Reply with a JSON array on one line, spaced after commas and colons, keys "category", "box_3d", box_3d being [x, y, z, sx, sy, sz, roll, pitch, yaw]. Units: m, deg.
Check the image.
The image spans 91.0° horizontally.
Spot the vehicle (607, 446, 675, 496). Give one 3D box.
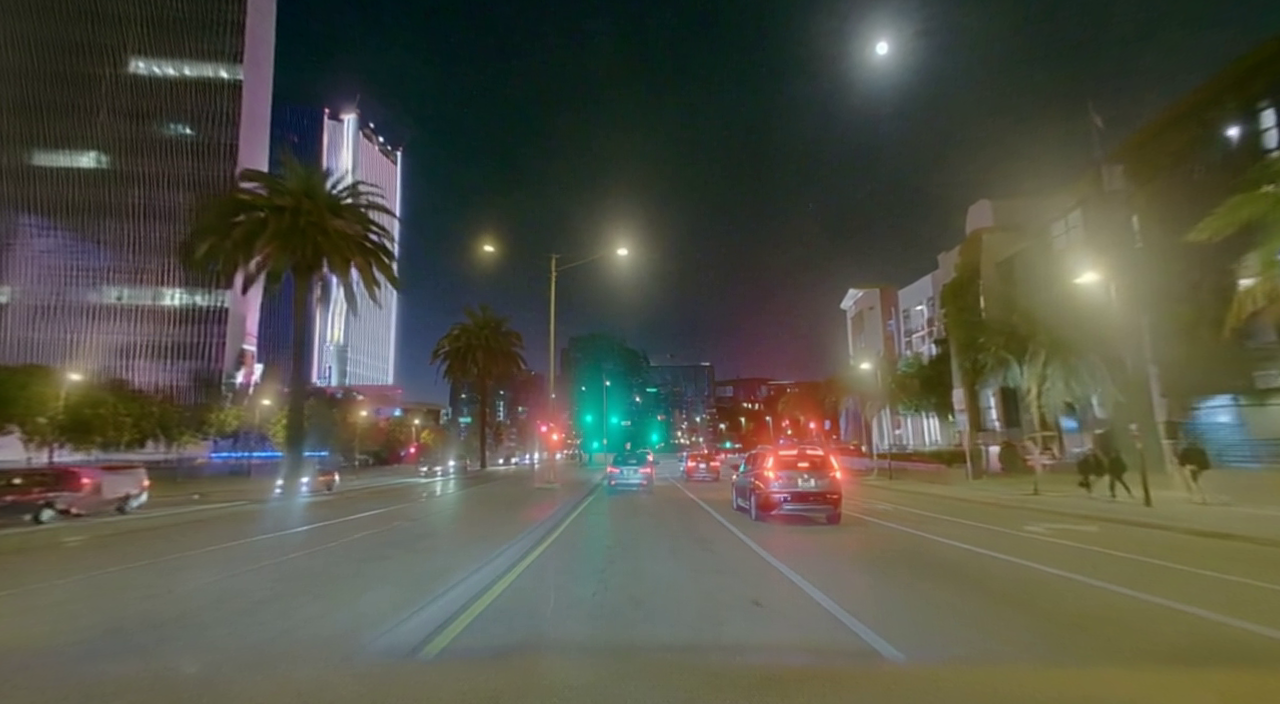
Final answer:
[{"category": "vehicle", "box_3d": [0.079, 3.958, 21.266, 2.077, 1.518, 3.760, 0, -9, 2]}]

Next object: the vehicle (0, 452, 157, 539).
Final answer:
[{"category": "vehicle", "box_3d": [-14.740, 3.367, 15.294, 2.104, 1.802, 4.852, 0, -9, 0]}]

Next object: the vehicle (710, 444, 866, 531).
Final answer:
[{"category": "vehicle", "box_3d": [2.894, 2.773, 13.625, 2.051, 1.509, 4.933, 0, -9, -1]}]

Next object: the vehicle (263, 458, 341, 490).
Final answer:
[{"category": "vehicle", "box_3d": [-18.102, 6.516, 33.896, 1.887, 1.569, 4.014, 0, -9, 1]}]

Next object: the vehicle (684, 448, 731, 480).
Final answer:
[{"category": "vehicle", "box_3d": [3.366, 5.659, 32.021, 2.115, 1.500, 3.524, 0, -9, 2]}]
